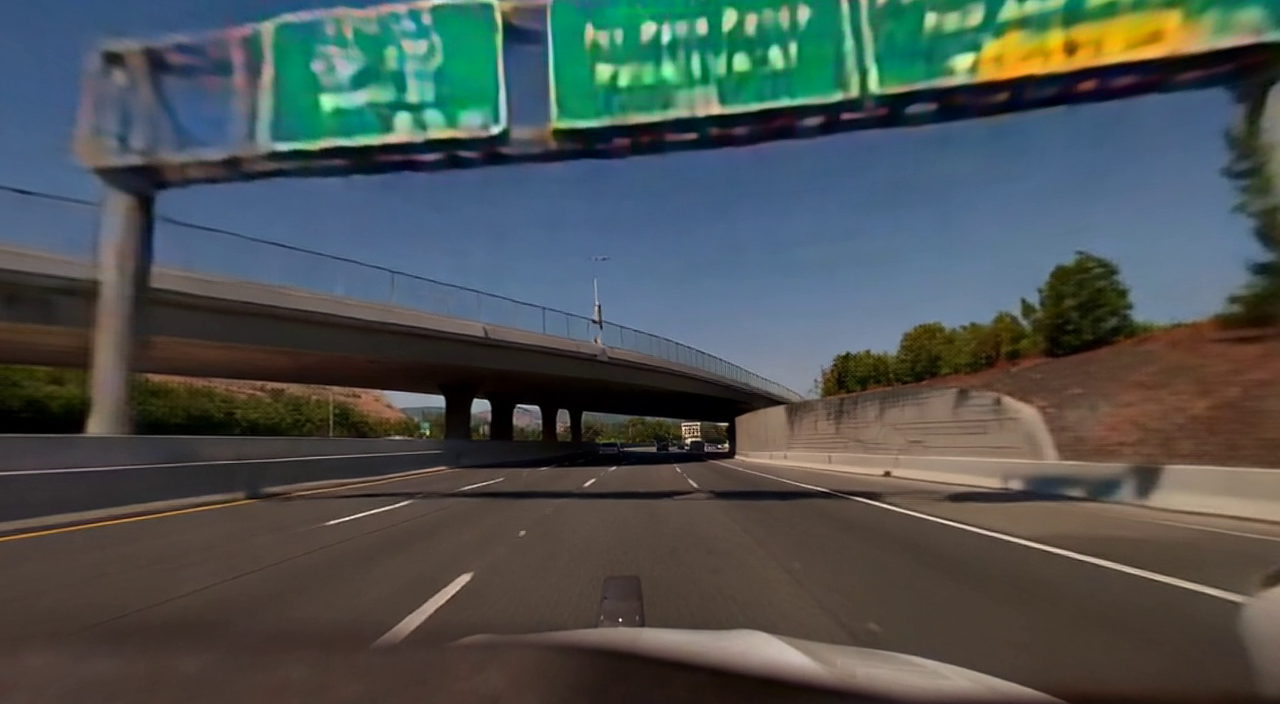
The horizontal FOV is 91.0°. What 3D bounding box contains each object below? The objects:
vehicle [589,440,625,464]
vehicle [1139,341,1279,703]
[{"bbox_3d":[-2.249,7.005,44.269,2.088,1.565,4.410,-1,-8,3],"label":"vehicle"},{"bbox_3d":[3.672,0.599,1.068,2.090,1.715,4.228,0,-8,-1],"label":"vehicle"}]
